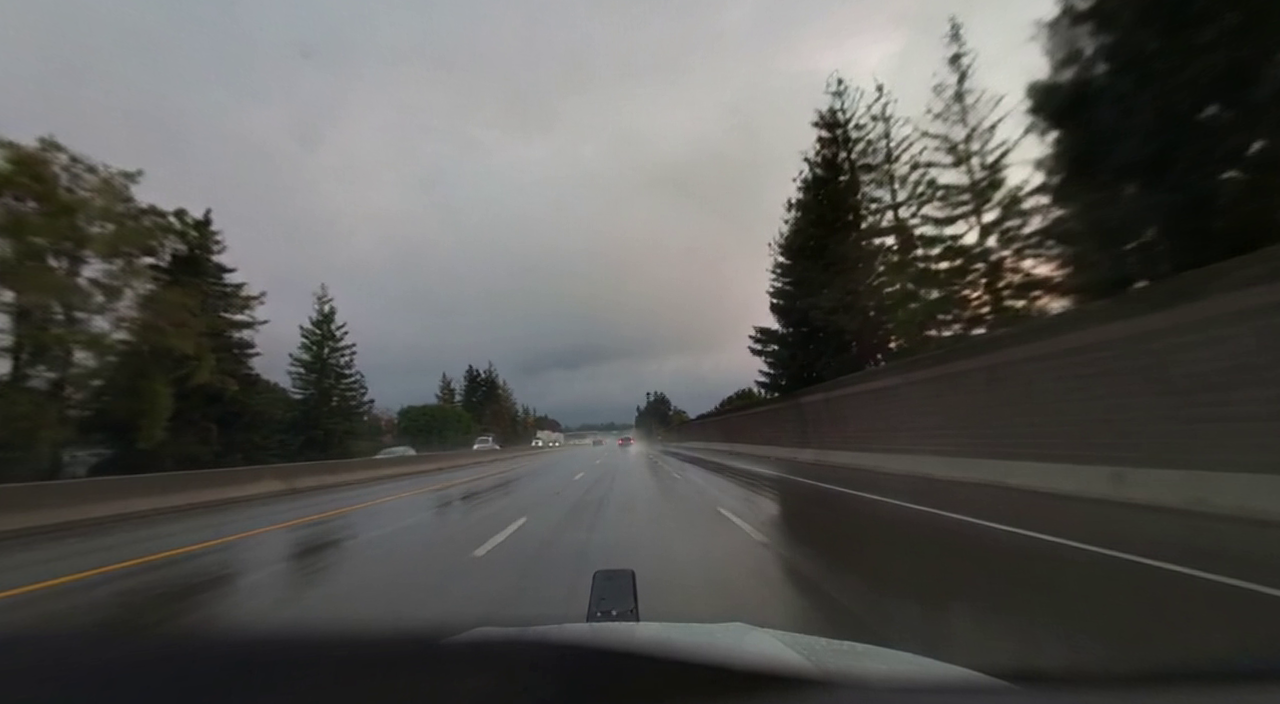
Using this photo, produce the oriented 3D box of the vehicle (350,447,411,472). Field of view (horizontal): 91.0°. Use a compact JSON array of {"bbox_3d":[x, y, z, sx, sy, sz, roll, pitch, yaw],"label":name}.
[{"bbox_3d":[-16.587,6.891,40.552,2.035,1.457,4.716,0,-8,-1],"label":"vehicle"}]
